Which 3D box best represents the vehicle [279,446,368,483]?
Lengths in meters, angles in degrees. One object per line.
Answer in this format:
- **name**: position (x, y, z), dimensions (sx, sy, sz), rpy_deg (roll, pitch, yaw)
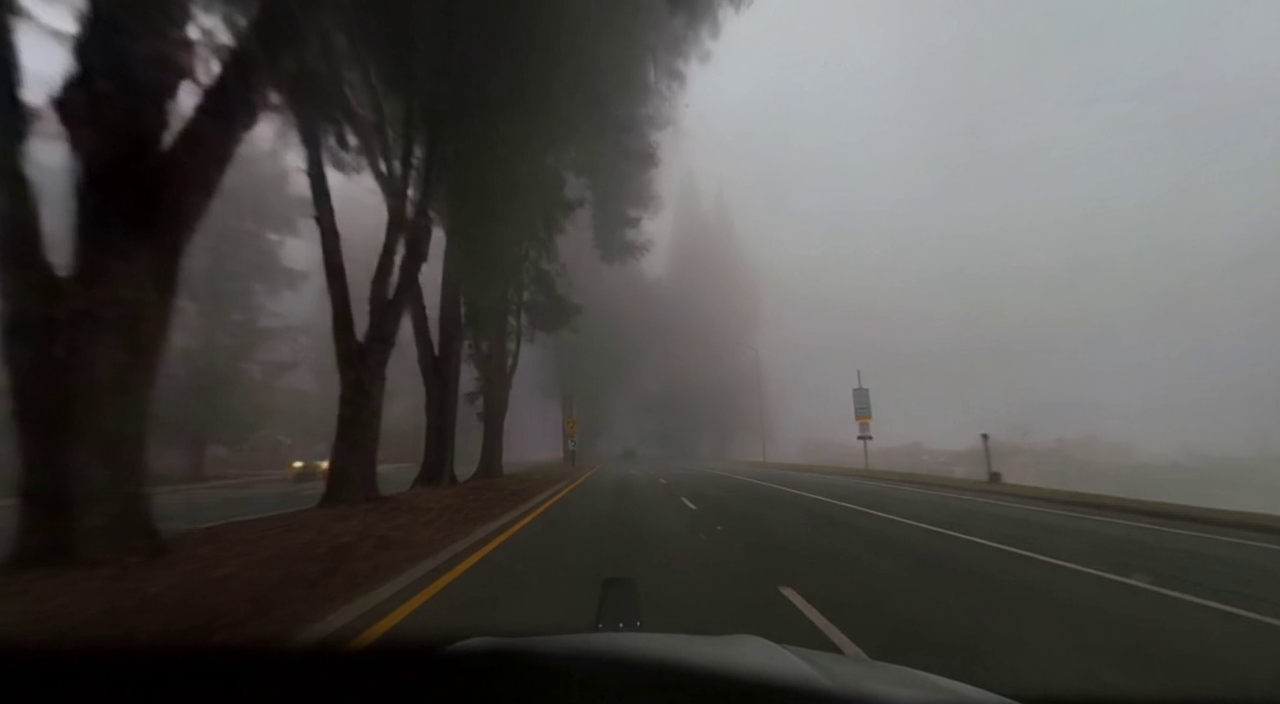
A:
- **vehicle**: position (-15.874, 5.672, 32.021), dimensions (2.022, 1.738, 4.668), rpy_deg (0, -9, 1)
